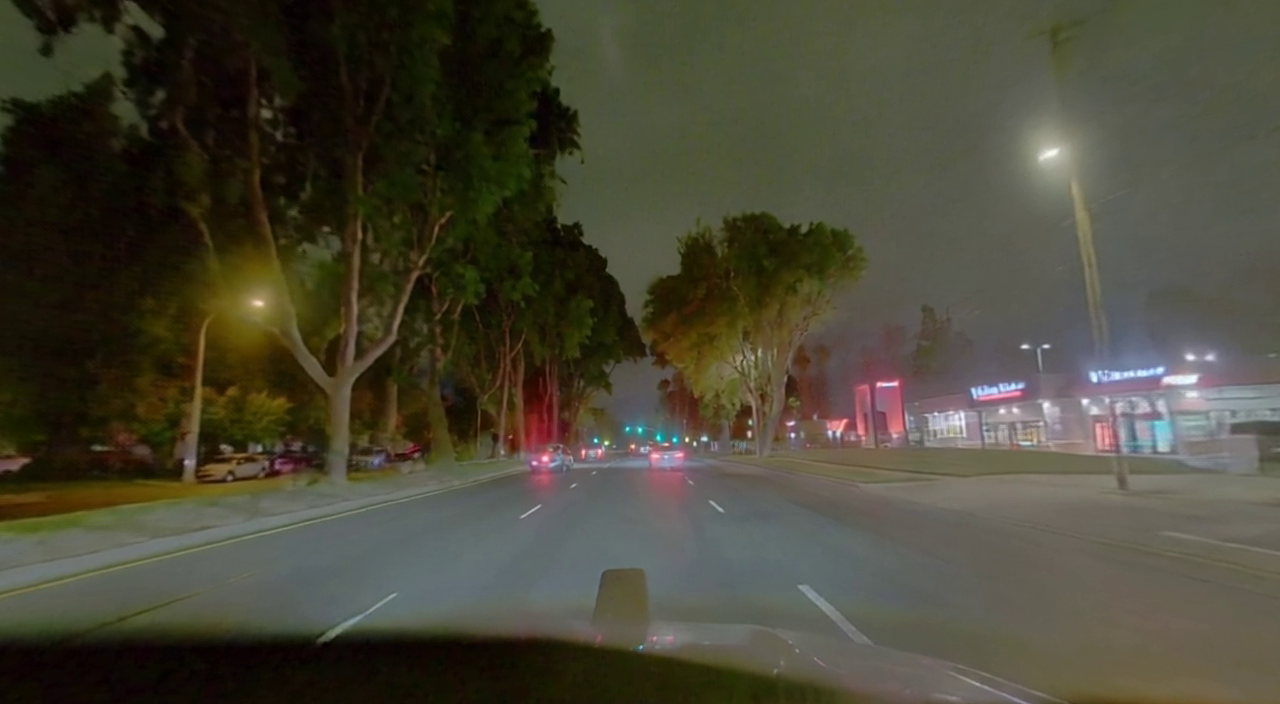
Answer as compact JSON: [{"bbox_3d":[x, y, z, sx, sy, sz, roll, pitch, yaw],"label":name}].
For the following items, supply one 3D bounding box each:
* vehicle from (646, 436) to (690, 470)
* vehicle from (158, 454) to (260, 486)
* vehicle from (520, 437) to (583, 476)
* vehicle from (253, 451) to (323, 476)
[{"bbox_3d":[1.301,4.932,30.889,1.922,1.579,3.642,0,-8,-1],"label":"vehicle"},{"bbox_3d":[-22.757,6.220,33.562,1.862,1.506,4.983,1,-9,1],"label":"vehicle"},{"bbox_3d":[-3.617,4.365,26.579,1.908,1.481,4.536,0,-8,1],"label":"vehicle"},{"bbox_3d":[-22.821,7.234,41.079,1.905,1.483,4.479,0,-8,0],"label":"vehicle"}]
